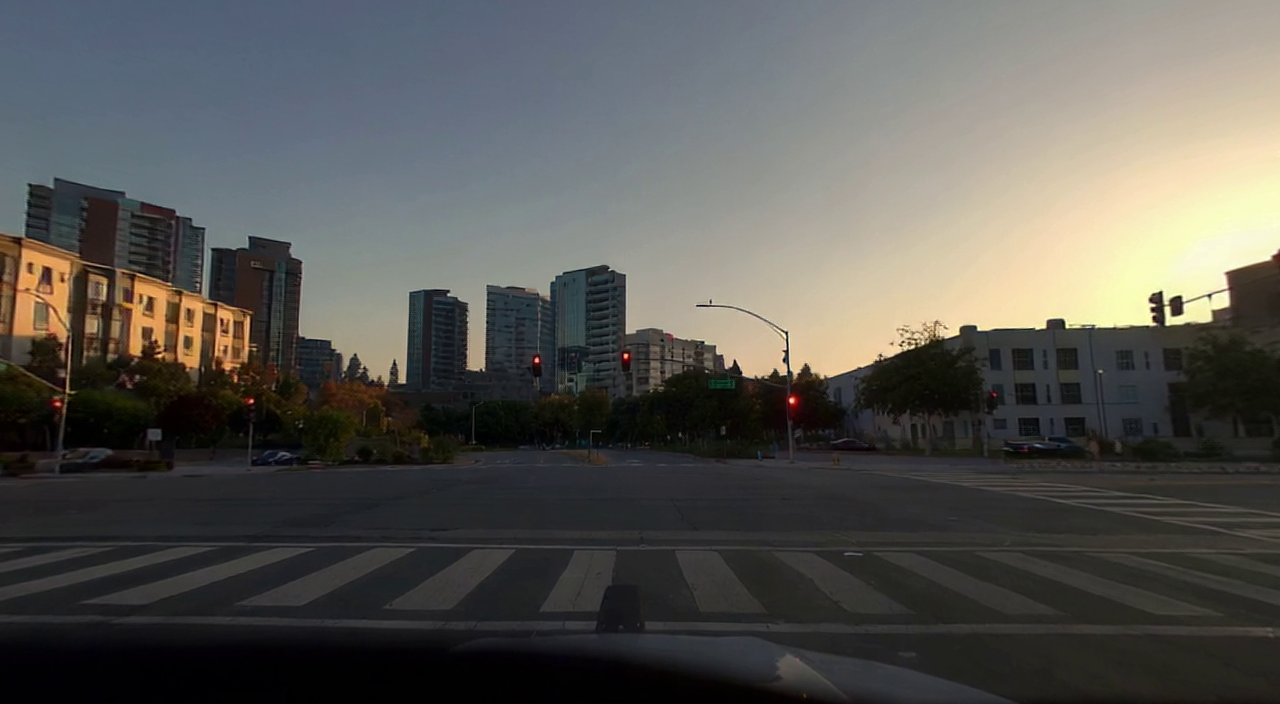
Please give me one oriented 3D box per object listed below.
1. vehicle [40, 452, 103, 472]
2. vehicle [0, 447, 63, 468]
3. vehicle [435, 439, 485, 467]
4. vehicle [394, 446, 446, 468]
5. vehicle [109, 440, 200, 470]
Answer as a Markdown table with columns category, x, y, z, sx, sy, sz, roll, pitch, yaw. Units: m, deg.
| category | x | y | z | sx | sy | sz | roll | pitch | yaw |
| --- | --- | --- | --- | --- | --- | --- | --- | --- | --- |
| vehicle | -41.606 | 8.024 | 46.316 | 1.552 | 1.339 | 3.340 | -1 | -8 | -1 |
| vehicle | -45.275 | 7.759 | 46.596 | 1.858 | 1.467 | 3.624 | 0 | -8 | 0 |
| vehicle | -11.983 | 6.759 | 42.338 | 2.080 | 1.763 | 4.341 | 0 | -8 | 0 |
| vehicle | -15.511 | 7.424 | 44.805 | 2.056 | 1.450 | 4.343 | 0 | -8 | 0 |
| vehicle | -34.915 | 7.412 | 45.725 | 2.204 | 1.955 | 5.518 | 0 | -8 | 0 |
